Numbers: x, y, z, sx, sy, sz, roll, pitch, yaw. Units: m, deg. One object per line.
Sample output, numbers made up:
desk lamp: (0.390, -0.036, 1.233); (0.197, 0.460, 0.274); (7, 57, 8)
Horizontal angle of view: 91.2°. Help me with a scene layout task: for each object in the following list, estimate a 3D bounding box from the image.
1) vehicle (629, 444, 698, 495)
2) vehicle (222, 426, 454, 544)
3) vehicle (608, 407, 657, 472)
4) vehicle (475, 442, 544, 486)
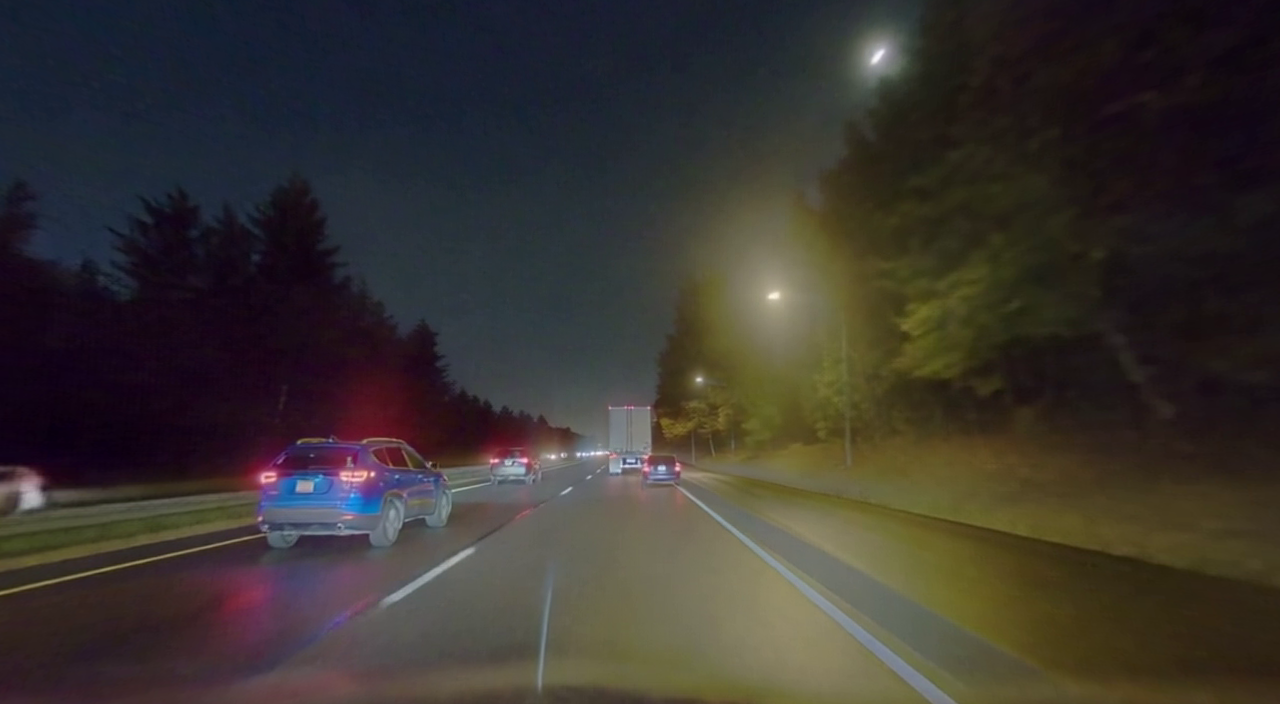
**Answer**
vehicle: (0.674, 3.862, 20.974); (2.026, 1.489, 4.045); (0, -9, -2)
vehicle: (-4.968, 2.241, 11.154); (2.100, 1.671, 4.105); (0, -9, -1)
vehicle: (-0.745, 6.367, 45.109); (3.113, 4.066, 10.786); (0, -9, -3)
vehicle: (-5.272, 4.583, 25.930); (2.035, 1.664, 4.064); (0, -9, -1)
